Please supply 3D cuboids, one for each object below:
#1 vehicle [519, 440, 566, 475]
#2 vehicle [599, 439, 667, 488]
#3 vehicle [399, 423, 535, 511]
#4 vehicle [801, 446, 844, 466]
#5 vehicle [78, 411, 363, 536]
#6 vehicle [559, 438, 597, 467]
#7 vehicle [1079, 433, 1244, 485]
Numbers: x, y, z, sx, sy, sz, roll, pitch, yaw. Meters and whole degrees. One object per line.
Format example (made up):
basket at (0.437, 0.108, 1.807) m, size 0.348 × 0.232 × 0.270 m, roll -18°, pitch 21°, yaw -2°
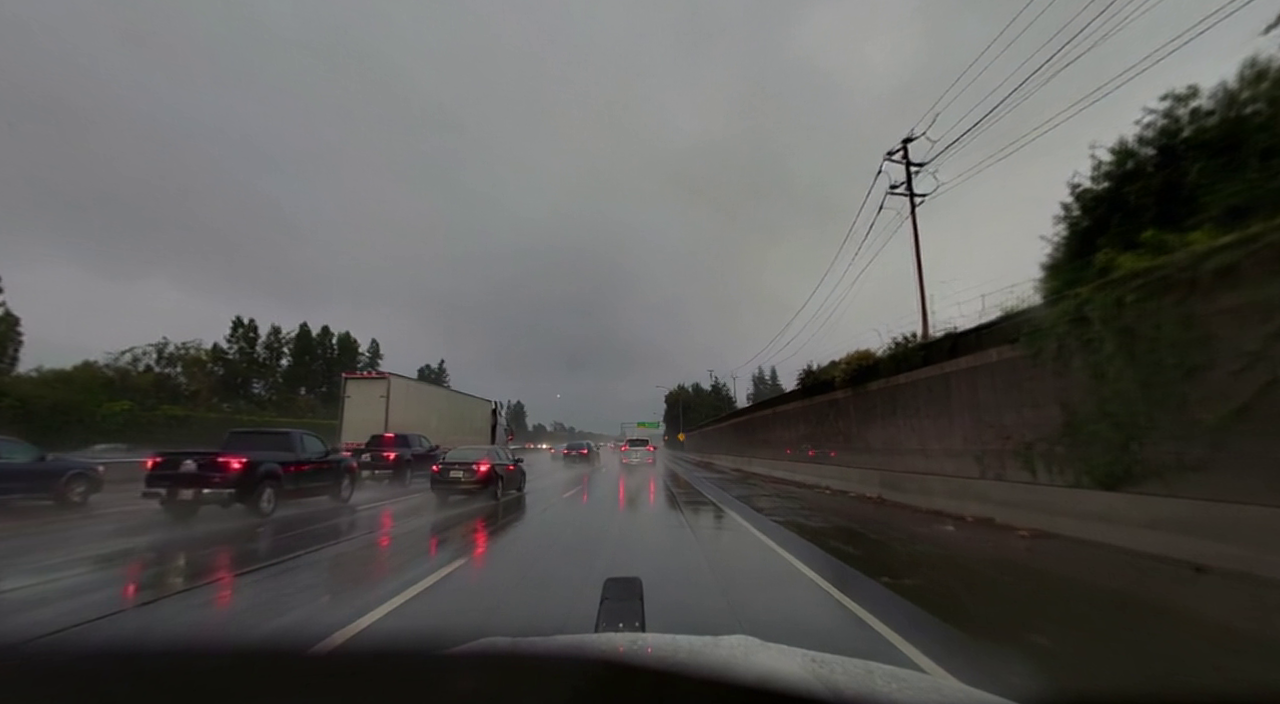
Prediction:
vehicle at (-4.438, 4.870, 29.325) m, size 1.870 × 1.485 × 4.304 m, roll 1°, pitch -9°, yaw -5°
vehicle at (-0.235, 3.674, 21.127) m, size 2.089 × 1.477 × 3.818 m, roll 0°, pitch -9°, yaw -1°
vehicle at (-3.756, 2.582, 14.616) m, size 1.923 × 1.716 × 4.289 m, roll 0°, pitch -9°, yaw 0°
vehicle at (14.360, 8.184, 49.991) m, size 1.949 × 1.472 × 4.795 m, roll 0°, pitch -9°, yaw -1°
vehicle at (-6.948, 2.063, 11.242) m, size 2.027 × 1.762 × 4.386 m, roll 0°, pitch -9°, yaw 0°
vehicle at (-3.910, 6.411, 40.382) m, size 1.976 × 1.705 × 4.176 m, roll 0°, pitch -9°, yaw 1°
vehicle at (17.697, 3.651, 21.787) m, size 1.936 × 1.591 × 4.362 m, roll 0°, pitch -9°, yaw 0°
